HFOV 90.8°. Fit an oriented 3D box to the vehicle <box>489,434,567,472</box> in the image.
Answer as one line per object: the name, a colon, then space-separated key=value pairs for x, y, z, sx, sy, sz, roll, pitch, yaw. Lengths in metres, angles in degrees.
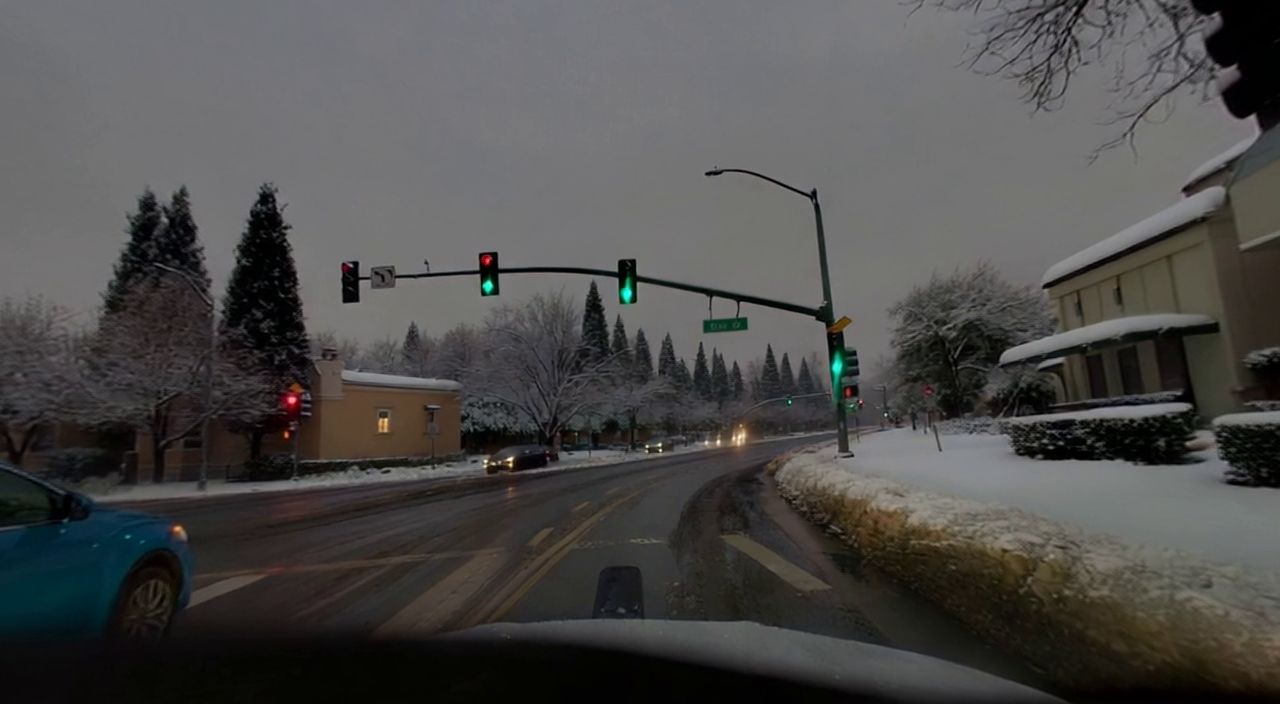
vehicle: x=-5.742 y=5.270 z=33.060 sx=2.181 sy=1.792 sz=4.648 roll=-3 pitch=-9 yaw=16

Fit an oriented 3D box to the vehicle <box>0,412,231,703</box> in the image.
vehicle: x=-3.325 y=0.816 z=1.231 sx=2.071 sy=1.482 sz=4.446 roll=0 pitch=-9 yaw=0
